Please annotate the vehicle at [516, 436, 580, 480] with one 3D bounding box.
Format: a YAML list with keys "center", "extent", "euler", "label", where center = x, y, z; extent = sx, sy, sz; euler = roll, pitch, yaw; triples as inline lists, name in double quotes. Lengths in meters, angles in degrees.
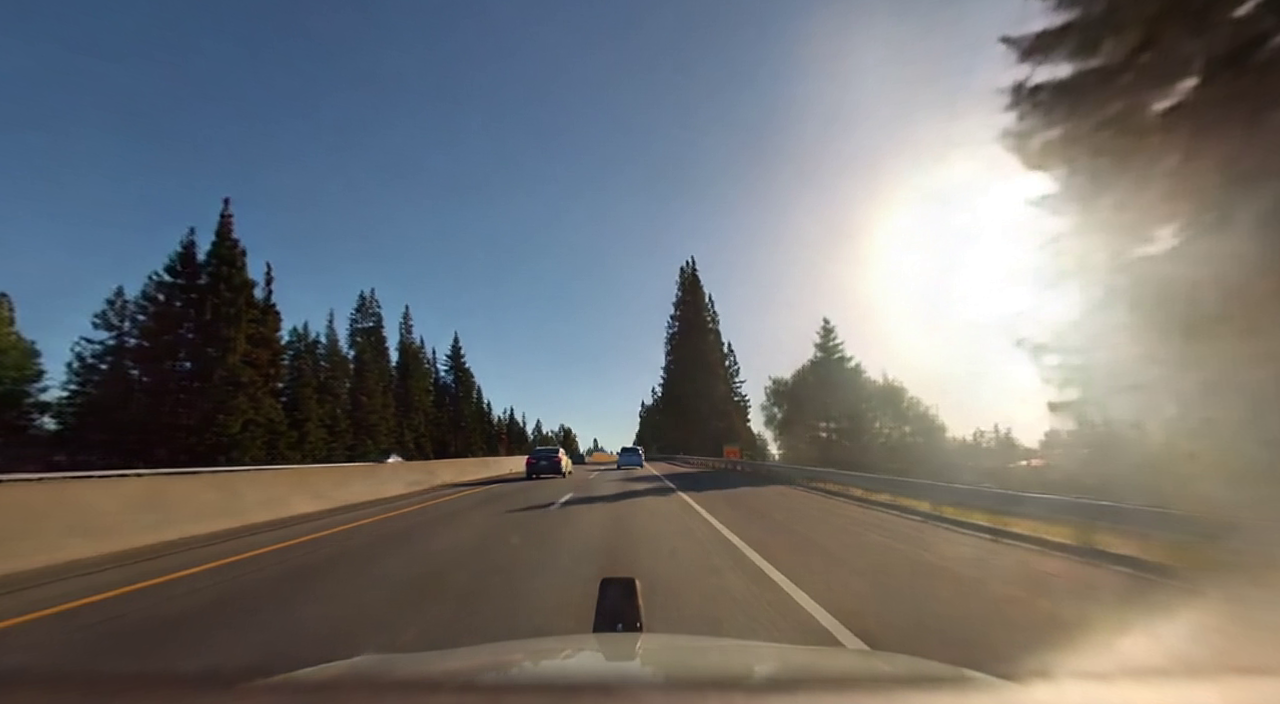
- center: [-3.917, 4.612, 27.648]
  extent: [2.130, 1.741, 4.665]
  euler: [0, -8, 0]
  label: "vehicle"

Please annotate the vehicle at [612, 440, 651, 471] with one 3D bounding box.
- center: [-0.512, 5.974, 36.503]
  extent: [2.130, 1.684, 3.826]
  euler: [0, -8, -1]
  label: "vehicle"
